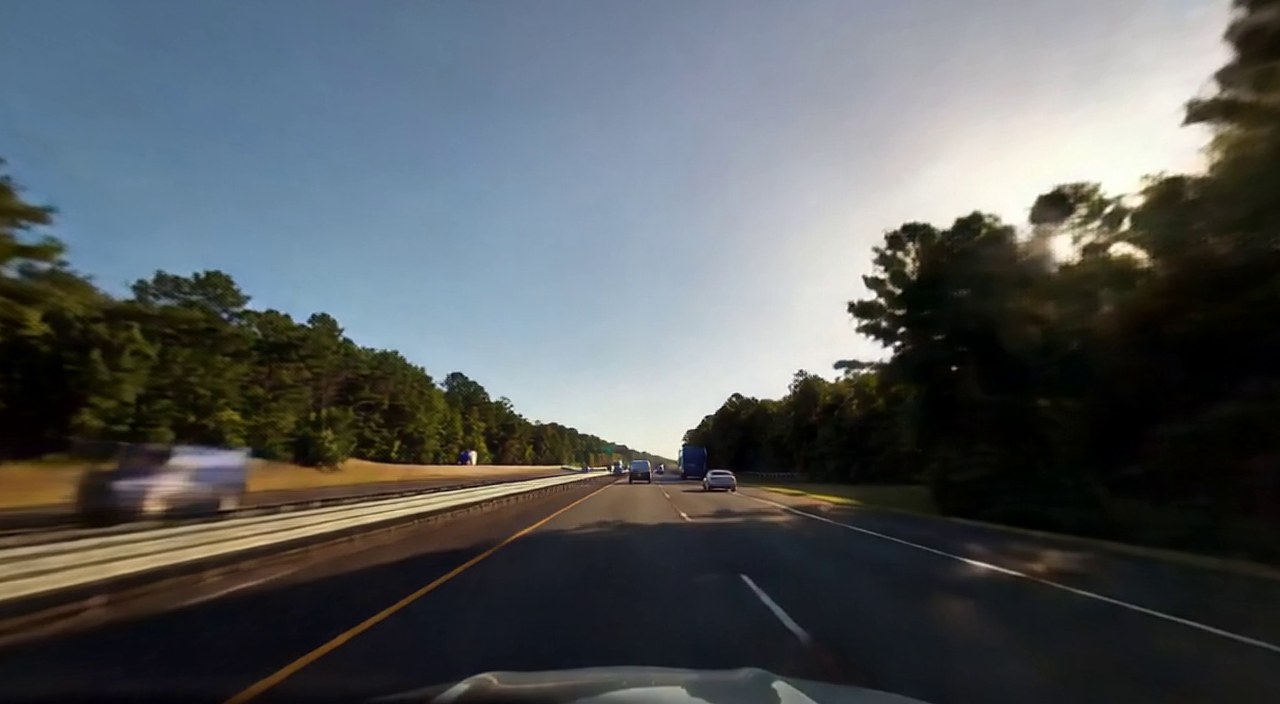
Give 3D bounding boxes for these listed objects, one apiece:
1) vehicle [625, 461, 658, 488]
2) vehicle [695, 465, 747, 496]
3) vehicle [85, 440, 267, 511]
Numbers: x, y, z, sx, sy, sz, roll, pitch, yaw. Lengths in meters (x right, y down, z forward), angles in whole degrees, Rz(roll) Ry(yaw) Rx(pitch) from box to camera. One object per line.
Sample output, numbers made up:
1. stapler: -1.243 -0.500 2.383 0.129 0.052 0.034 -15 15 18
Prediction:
1. vehicle: 0.133 8.623 44.428 2.212 1.717 4.452 0 -10 1
2. vehicle: 4.310 6.959 34.323 2.073 1.532 4.969 1 -10 -1
3. vehicle: -14.037 3.793 19.521 2.015 1.874 4.639 1 -10 0
